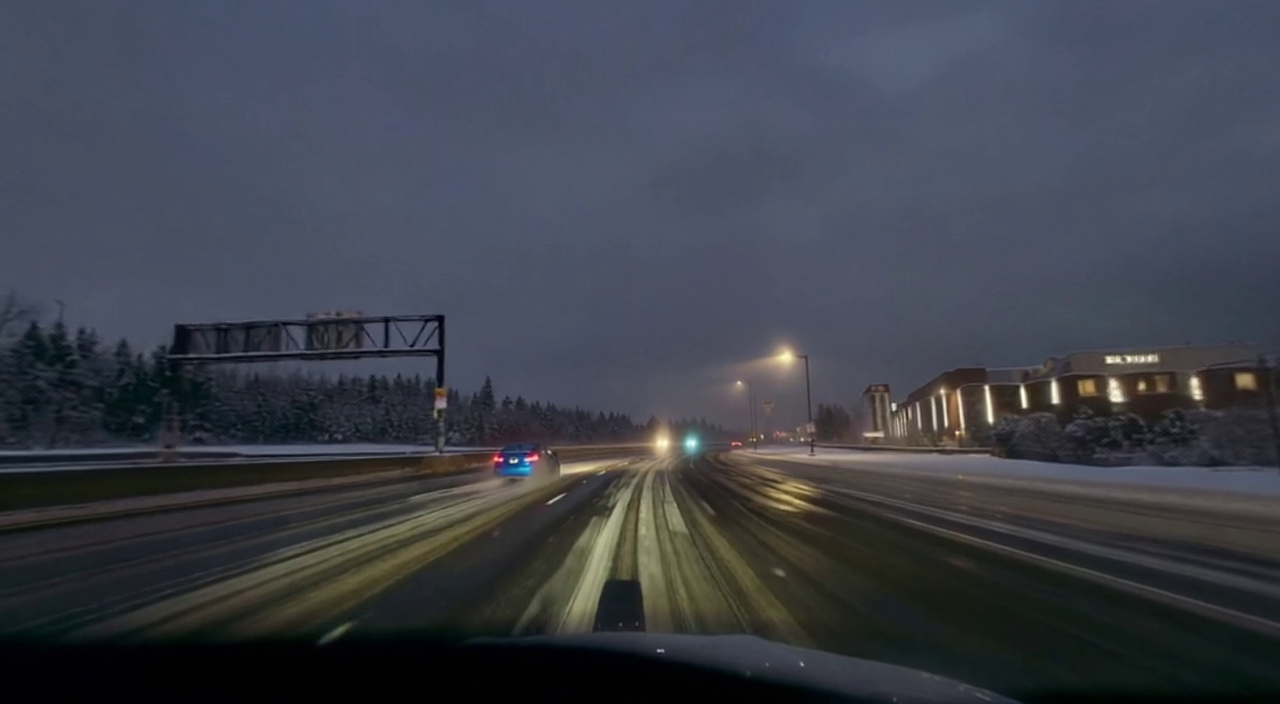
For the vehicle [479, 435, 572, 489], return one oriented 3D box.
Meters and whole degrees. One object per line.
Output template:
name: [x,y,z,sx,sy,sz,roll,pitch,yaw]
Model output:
vehicle: [-3.630,3.583,20.995,2.087,1.566,4.756,0,-8,2]
